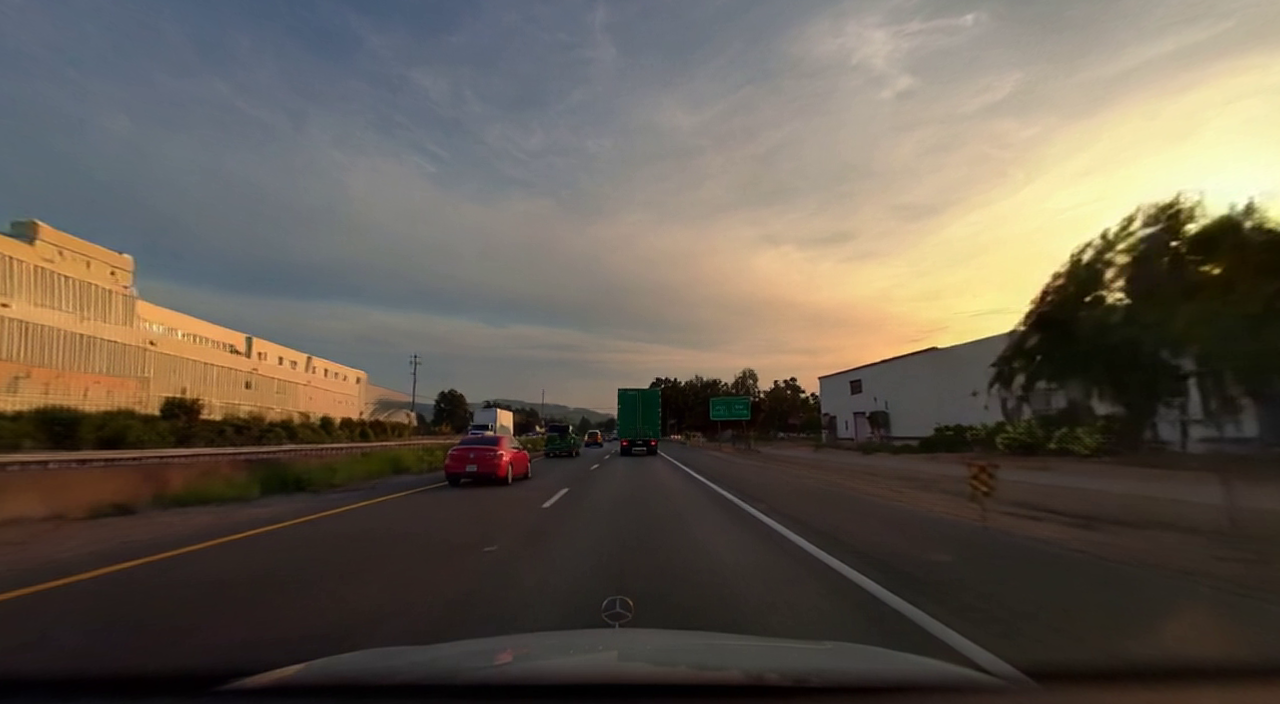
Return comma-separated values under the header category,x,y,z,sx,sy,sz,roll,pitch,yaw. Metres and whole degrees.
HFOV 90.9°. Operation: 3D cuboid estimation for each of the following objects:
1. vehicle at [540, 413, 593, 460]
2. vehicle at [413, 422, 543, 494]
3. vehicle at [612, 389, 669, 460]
category,x,y,z,sx,sy,sz,roll,pitch,yaw
vehicle,-4.507,5.356,39.942,2.717,2.714,6.997,0,-8,-1
vehicle,-4.048,2.734,16.757,2.005,1.602,5.131,0,-8,1
vehicle,-0.063,4.810,41.103,3.259,4.066,9.891,0,-8,-1
